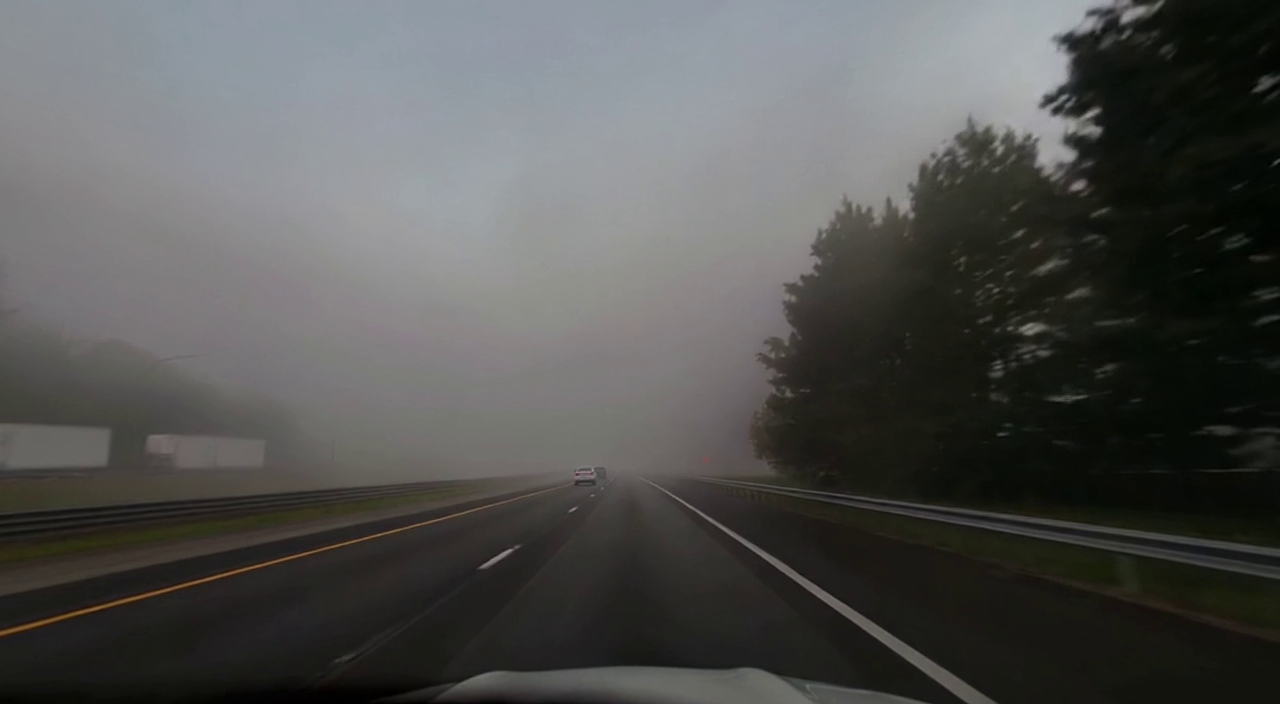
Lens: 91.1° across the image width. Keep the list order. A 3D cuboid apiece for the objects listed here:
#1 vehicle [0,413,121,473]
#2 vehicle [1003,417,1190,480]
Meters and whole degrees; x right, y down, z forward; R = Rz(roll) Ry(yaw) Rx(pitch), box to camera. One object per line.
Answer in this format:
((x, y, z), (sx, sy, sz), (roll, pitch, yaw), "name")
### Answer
((-44.127, 5.785, 40.286), (3.225, 3.939, 19.827), (-1, -11, 6), "vehicle")
((34.872, 7.548, 48.620), (11.082, 4.307, 2.970), (-9, -14, 42), "vehicle")
